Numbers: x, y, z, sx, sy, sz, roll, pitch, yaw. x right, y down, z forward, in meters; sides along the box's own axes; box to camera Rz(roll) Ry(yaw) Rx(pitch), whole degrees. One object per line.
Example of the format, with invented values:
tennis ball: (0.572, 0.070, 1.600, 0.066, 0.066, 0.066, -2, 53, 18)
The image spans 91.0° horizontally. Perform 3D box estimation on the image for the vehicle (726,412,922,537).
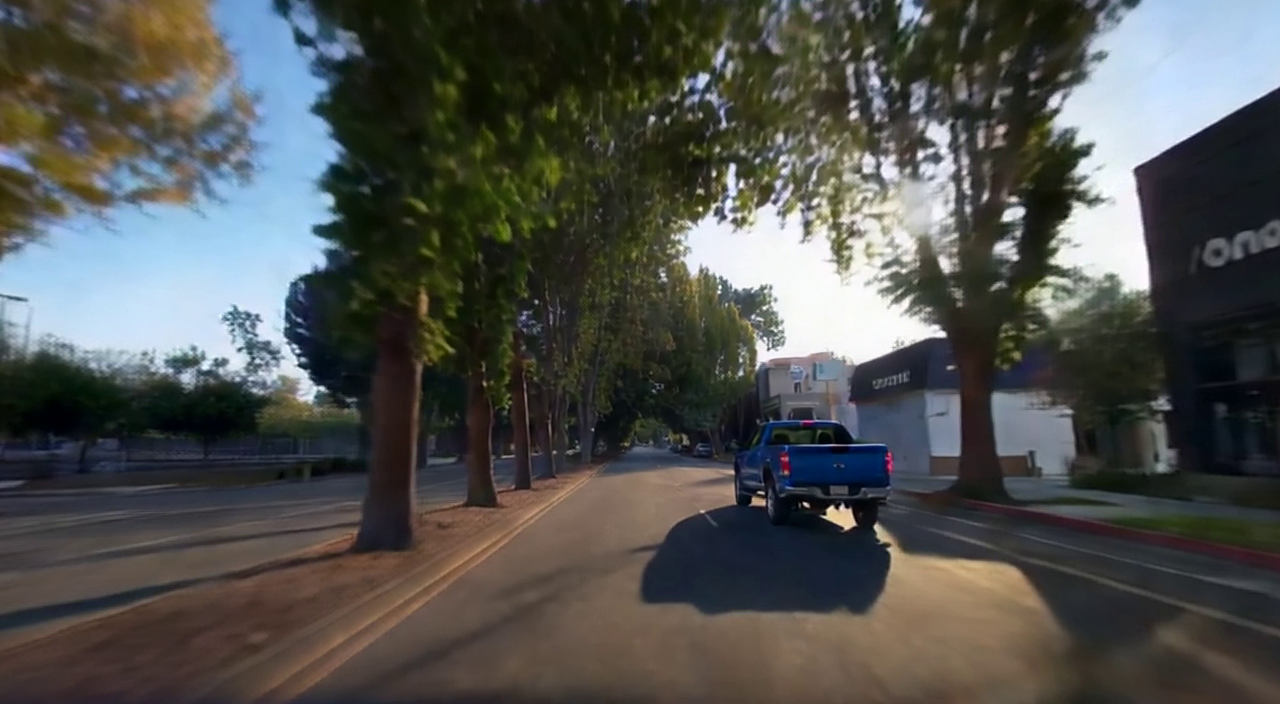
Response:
vehicle: (3.090, 2.207, 12.052, 2.085, 1.828, 5.383, 0, -9, 0)
